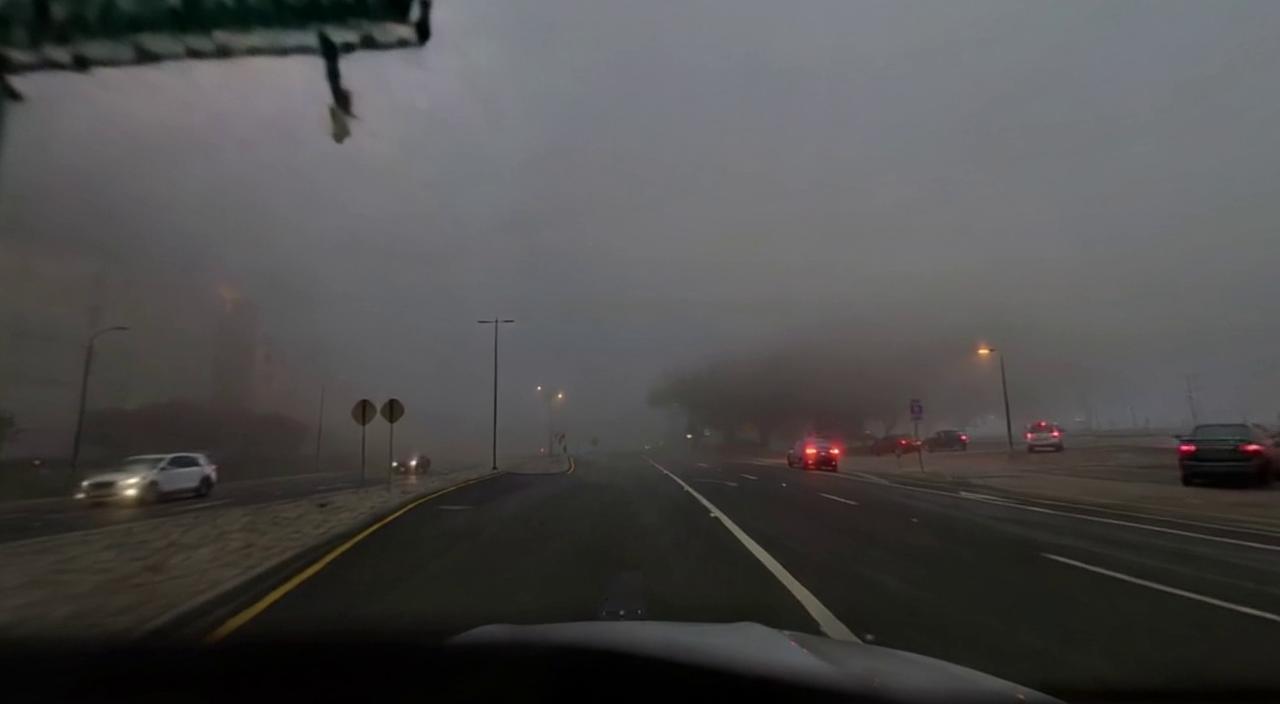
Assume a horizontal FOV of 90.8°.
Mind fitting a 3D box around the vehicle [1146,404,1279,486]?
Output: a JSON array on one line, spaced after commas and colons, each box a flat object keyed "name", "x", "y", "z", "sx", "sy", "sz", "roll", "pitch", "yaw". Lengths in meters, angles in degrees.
[{"name": "vehicle", "x": 22.225, "y": 3.494, "z": 24.180, "sx": 5.332, "sy": 2.719, "sz": 2.336, "roll": 2, "pitch": -9, "yaw": -30}]

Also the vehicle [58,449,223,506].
[{"name": "vehicle", "x": -18.479, "y": 4.618, "z": 23.780, "sx": 2.284, "sy": 1.801, "sz": 4.822, "roll": -2, "pitch": -9, "yaw": 0}]

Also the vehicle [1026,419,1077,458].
[{"name": "vehicle", "x": 25.205, "y": 5.355, "z": 38.800, "sx": 1.246, "sy": 2.287, "sz": 2.709, "roll": -1, "pitch": -9, "yaw": 2}]

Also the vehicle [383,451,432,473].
[{"name": "vehicle", "x": -17.944, "y": 8.504, "z": 49.019, "sx": 2.039, "sy": 1.466, "sz": 4.783, "roll": -1, "pitch": -9, "yaw": -1}]
